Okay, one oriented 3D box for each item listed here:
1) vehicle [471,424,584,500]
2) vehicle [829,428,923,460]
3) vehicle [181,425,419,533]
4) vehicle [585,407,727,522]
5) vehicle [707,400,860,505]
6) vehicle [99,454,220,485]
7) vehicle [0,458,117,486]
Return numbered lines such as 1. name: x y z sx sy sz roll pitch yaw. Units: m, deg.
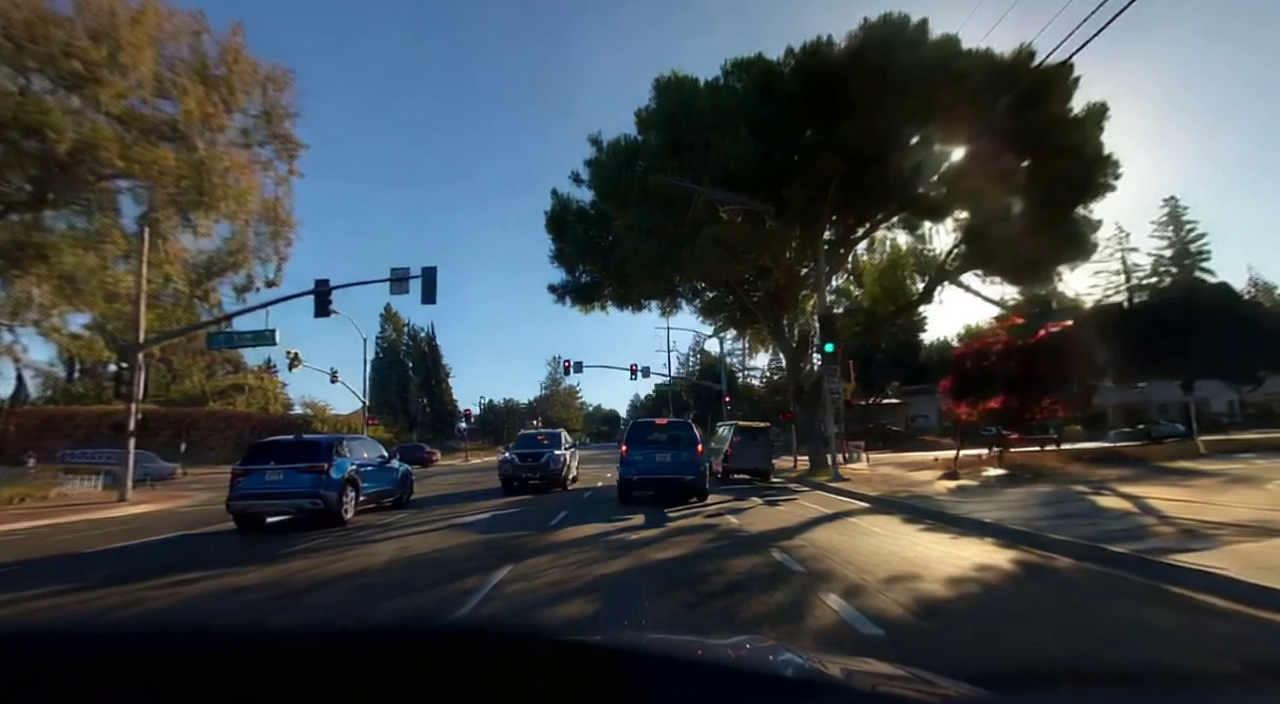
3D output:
1. vehicle: -2.704 2.780 16.296 2.058 1.659 4.514 0 -8 0
2. vehicle: 14.431 5.630 38.744 4.983 1.560 1.841 -4 -8 0
3. vehicle: -6.113 2.319 12.131 2.052 1.664 4.476 0 -8 0
4. vehicle: 0.231 2.091 12.116 2.235 1.778 4.178 0 -9 0
5. vehicle: 3.159 2.422 15.421 2.338 2.063 5.672 0 -9 0
6. vehicle: -23.970 5.870 31.589 4.383 1.456 1.999 0 -9 -1
7. vehicle: -32.039 6.617 34.816 4.554 1.449 1.949 0 -8 0
